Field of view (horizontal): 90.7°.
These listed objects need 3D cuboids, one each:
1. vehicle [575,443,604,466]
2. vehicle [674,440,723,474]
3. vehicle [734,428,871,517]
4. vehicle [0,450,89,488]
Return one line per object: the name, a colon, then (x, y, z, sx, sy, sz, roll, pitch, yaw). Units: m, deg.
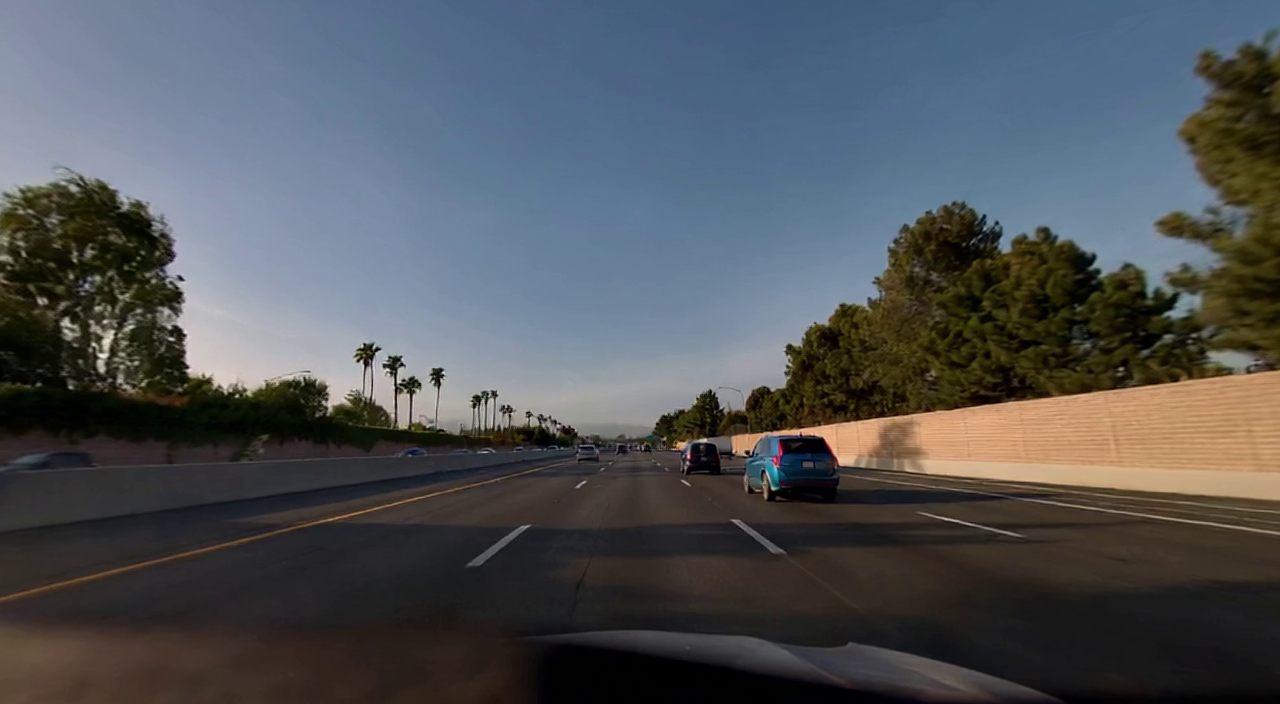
vehicle: (-3.783, 7.774, 48.066, 1.858, 1.632, 4.138, 0, -9, 0)
vehicle: (3.053, 5.579, 33.784, 2.045, 1.688, 4.313, 0, -9, -2)
vehicle: (3.443, 2.637, 14.345, 1.910, 1.696, 4.187, 0, -8, -1)
vehicle: (-31.568, 5.962, 32.513, 1.992, 1.770, 4.905, 0, -9, 2)
